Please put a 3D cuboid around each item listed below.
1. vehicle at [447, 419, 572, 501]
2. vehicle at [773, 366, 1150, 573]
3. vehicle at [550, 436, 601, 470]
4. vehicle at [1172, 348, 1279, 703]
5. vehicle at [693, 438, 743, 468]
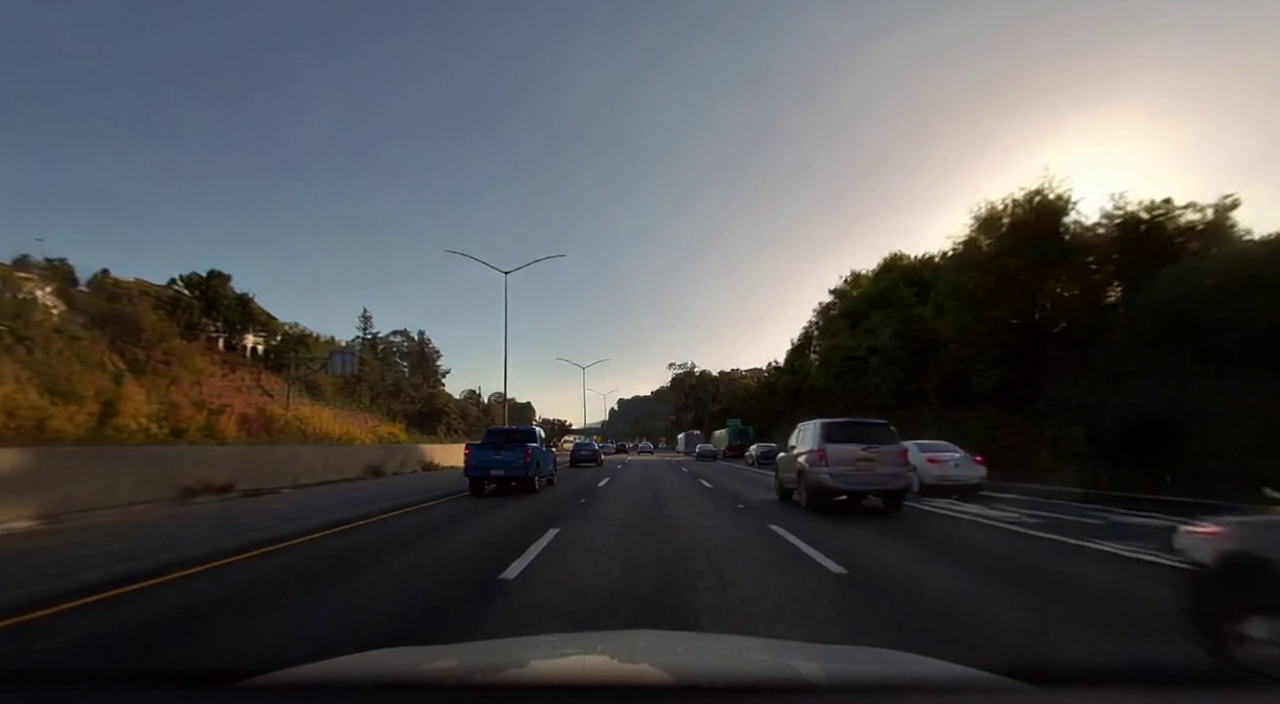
[{"bbox_3d":[-3.122,2.710,16.237,2.139,1.764,4.707,-1,-8,1],"label":"vehicle"},{"bbox_3d":[3.768,1.559,9.128,2.395,2.017,5.709,0,-8,0],"label":"vehicle"},{"bbox_3d":[-3.237,5.174,32.574,1.974,1.589,5.047,-1,-8,1],"label":"vehicle"},{"bbox_3d":[3.849,0.535,0.830,2.023,1.670,4.869,0,-8,0],"label":"vehicle"},{"bbox_3d":[3.986,5.232,32.951,1.951,1.454,4.479,0,-8,-1],"label":"vehicle"}]
